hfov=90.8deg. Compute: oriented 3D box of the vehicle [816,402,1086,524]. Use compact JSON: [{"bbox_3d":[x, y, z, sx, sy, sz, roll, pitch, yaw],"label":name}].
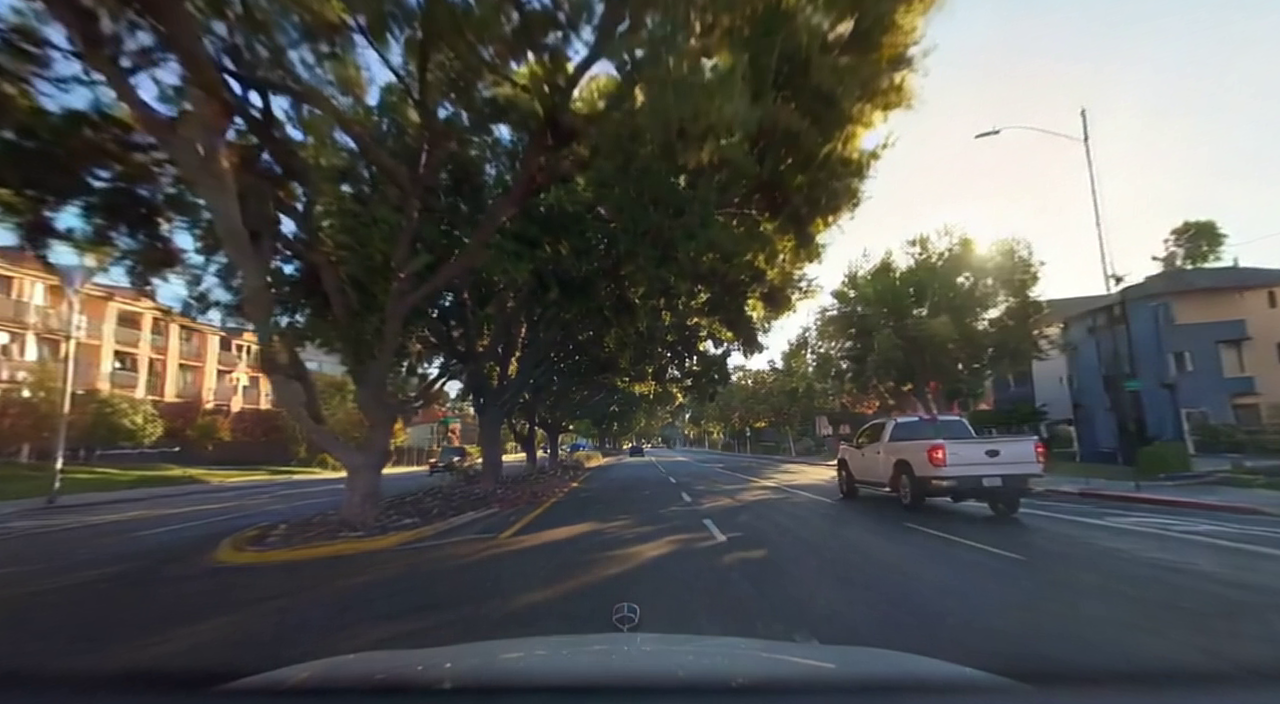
[{"bbox_3d":[5.913,2.268,13.374,2.493,1.956,6.125,0,-9,-1],"label":"vehicle"}]
